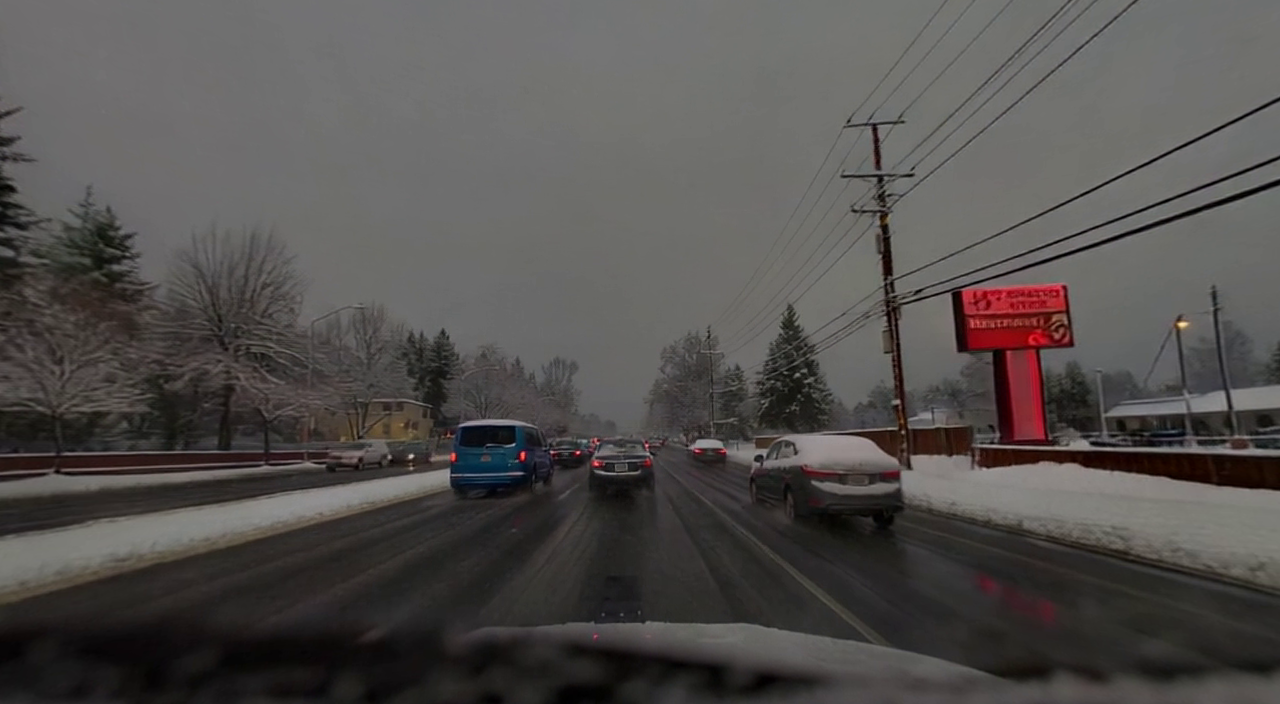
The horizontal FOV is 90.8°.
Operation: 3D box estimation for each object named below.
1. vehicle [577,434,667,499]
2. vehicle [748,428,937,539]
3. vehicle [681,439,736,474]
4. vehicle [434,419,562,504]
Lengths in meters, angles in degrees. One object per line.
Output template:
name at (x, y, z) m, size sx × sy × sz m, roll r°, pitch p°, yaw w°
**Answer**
vehicle at (-0.418, 2.997, 16.853) m, size 2.097 × 1.511 × 3.809 m, roll 0°, pitch -9°, yaw 0°
vehicle at (3.153, 2.116, 10.728) m, size 1.880 × 1.521 × 3.724 m, roll 0°, pitch -9°, yaw -1°
vehicle at (3.078, 4.820, 29.280) m, size 1.878 × 1.479 × 4.461 m, roll 0°, pitch -9°, yaw -2°
vehicle at (-3.369, 2.735, 16.135) m, size 2.092 × 1.839 × 4.736 m, roll 0°, pitch -9°, yaw 1°
